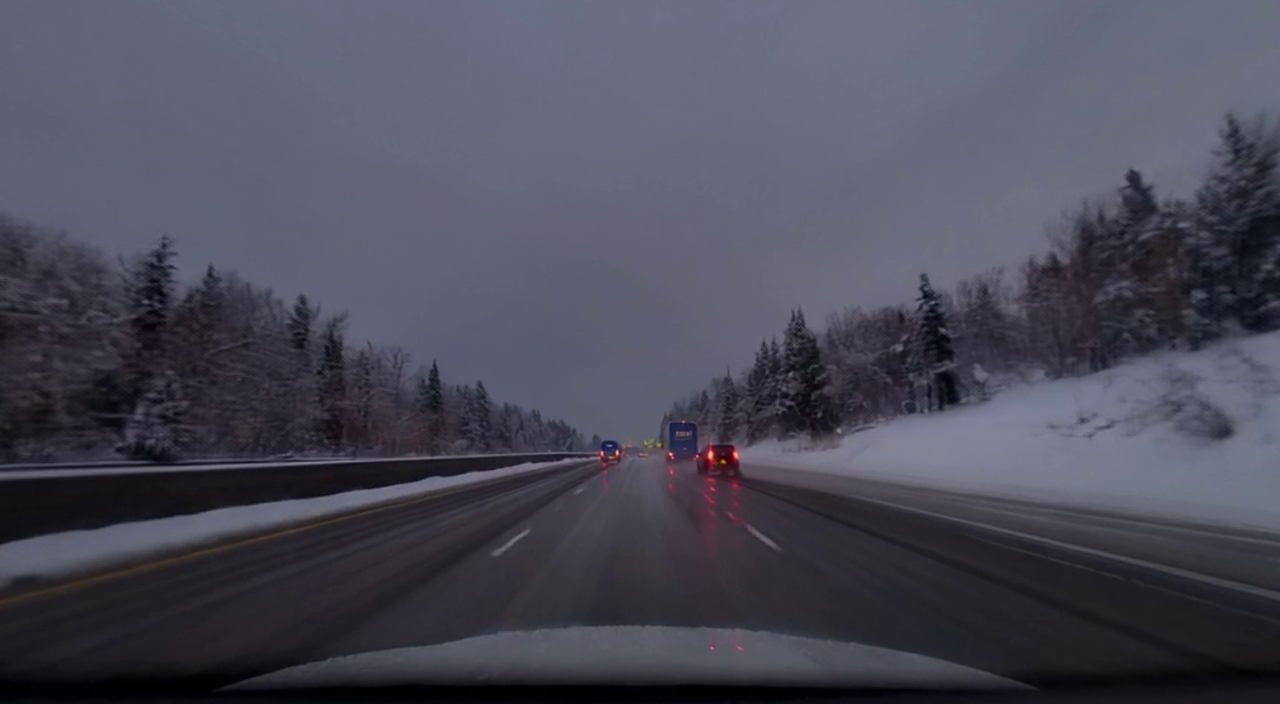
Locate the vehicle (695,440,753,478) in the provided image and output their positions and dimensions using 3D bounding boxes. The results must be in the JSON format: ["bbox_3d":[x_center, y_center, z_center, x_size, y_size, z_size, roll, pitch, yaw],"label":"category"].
[{"bbox_3d":[3.877,5.064,29.951,2.066,1.638,4.158,0,-9,-1],"label":"vehicle"}]

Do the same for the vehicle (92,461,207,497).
[{"bbox_3d":[-23.407,6.039,30.363,1.859,1.486,4.522,0,-9,1],"label":"vehicle"}]
